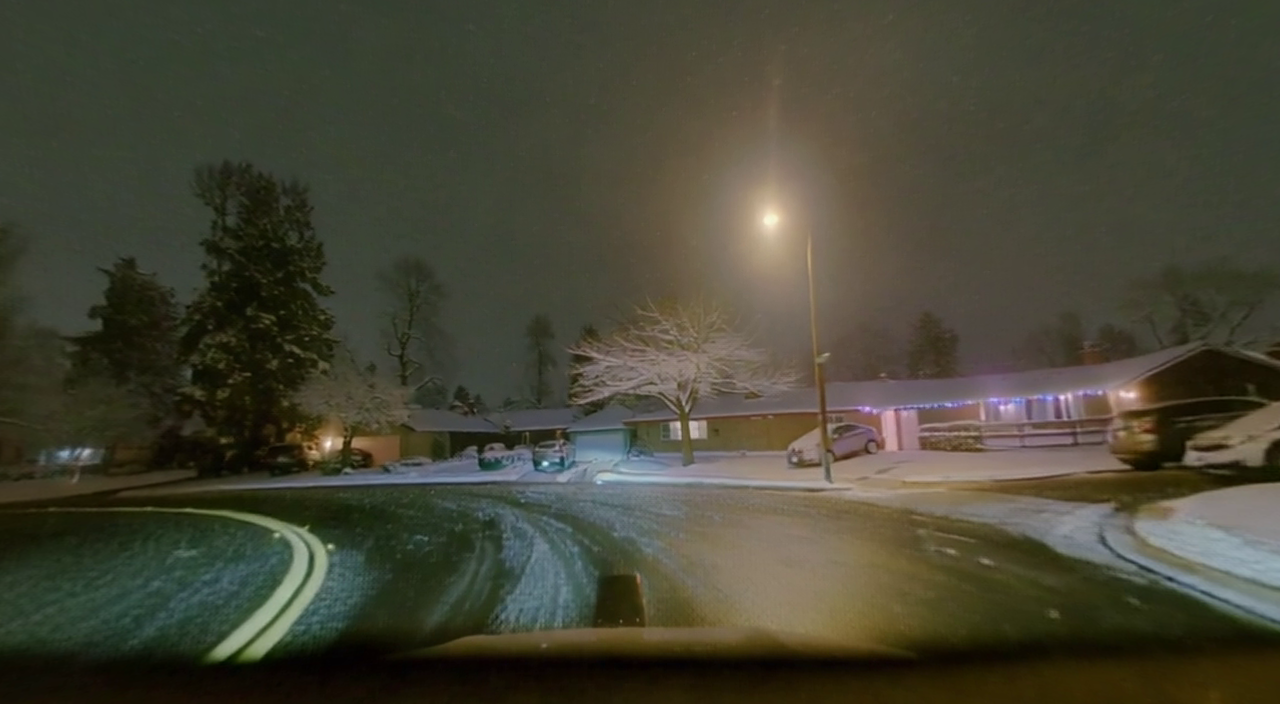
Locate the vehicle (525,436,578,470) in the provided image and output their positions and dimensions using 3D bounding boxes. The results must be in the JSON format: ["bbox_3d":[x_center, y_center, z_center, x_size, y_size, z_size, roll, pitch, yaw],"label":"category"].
[{"bbox_3d":[-4.414,5.084,32.130,1.819,1.442,4.329,-1,-6,3],"label":"vehicle"}]

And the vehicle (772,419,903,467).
[{"bbox_3d":[7.840,3.553,25.013,4.799,1.451,2.144,-1,-7,-30],"label":"vehicle"}]

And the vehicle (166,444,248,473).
[{"bbox_3d":[-25.988,6.361,38.067,2.042,1.633,4.132,0,-8,-1],"label":"vehicle"}]

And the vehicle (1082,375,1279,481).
[{"bbox_3d":[12.302,1.509,13.257,4.291,1.648,2.128,-7,-6,1],"label":"vehicle"}]

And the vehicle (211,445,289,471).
[{"bbox_3d":[-23.344,6.325,38.022,1.933,1.477,4.361,0,-8,0],"label":"vehicle"}]
